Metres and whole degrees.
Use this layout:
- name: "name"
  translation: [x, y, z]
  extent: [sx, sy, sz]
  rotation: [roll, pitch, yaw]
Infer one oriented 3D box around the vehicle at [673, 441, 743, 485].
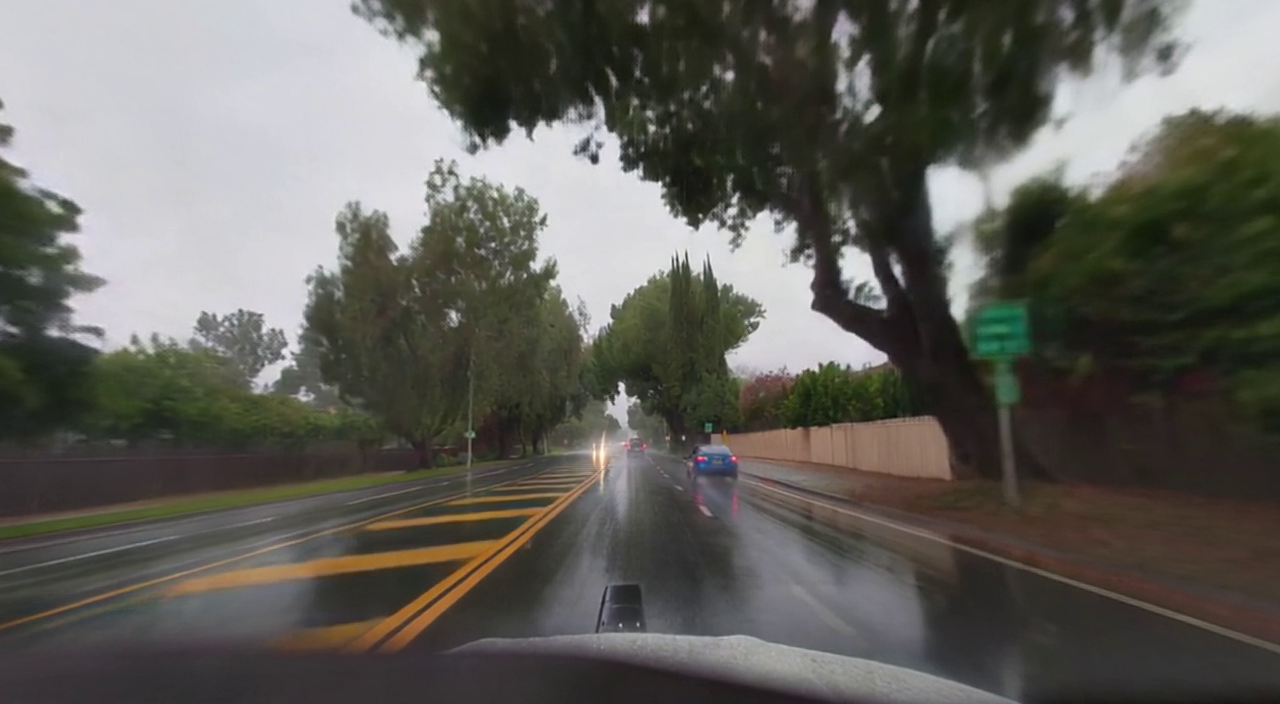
- name: "vehicle"
  translation: [2.386, 4.019, 23.198]
  extent: [1.991, 1.476, 4.153]
  rotation: [0, -9, -2]
